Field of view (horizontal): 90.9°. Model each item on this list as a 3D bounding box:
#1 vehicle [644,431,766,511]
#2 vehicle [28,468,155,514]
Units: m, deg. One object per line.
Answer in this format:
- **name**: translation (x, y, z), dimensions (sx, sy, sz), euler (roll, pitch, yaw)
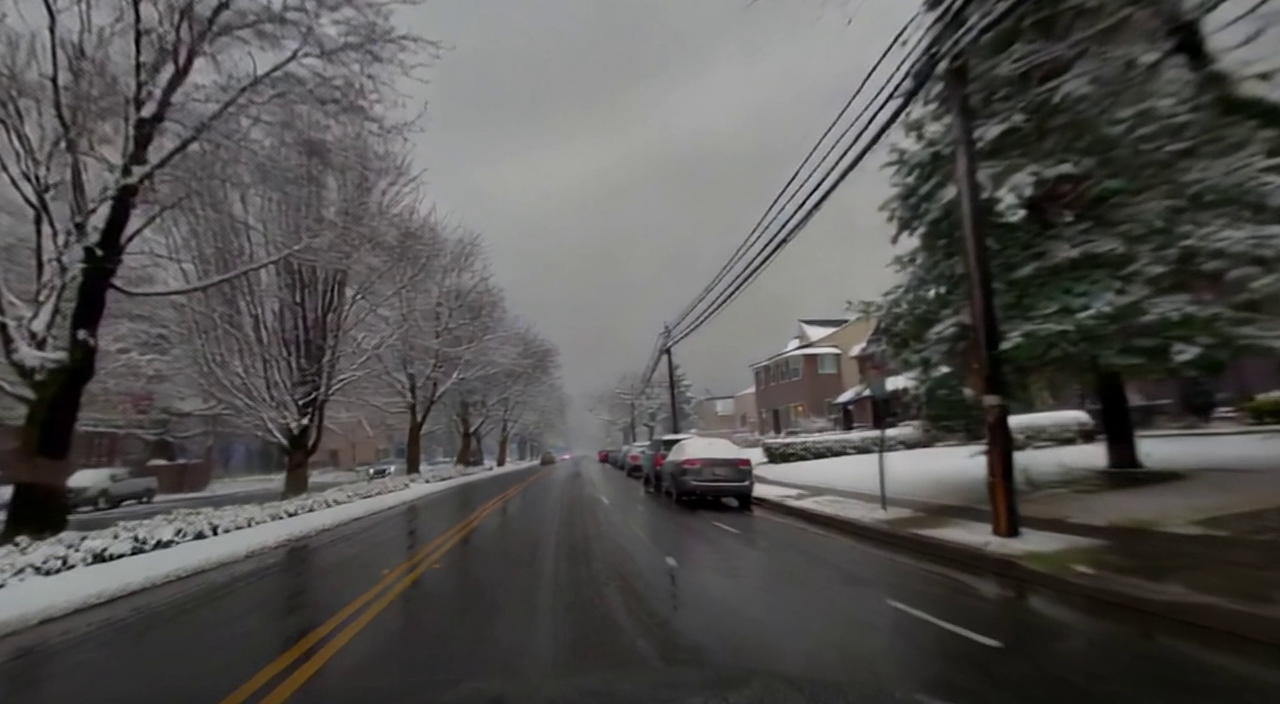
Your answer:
- **vehicle**: translation (1.467, 3.015, 16.655), dimensions (2.078, 1.738, 5.133), euler (1, -8, -7)
- **vehicle**: translation (-28.301, 7.142, 32.838), dimensions (2.305, 1.919, 5.187), euler (0, -8, -6)
